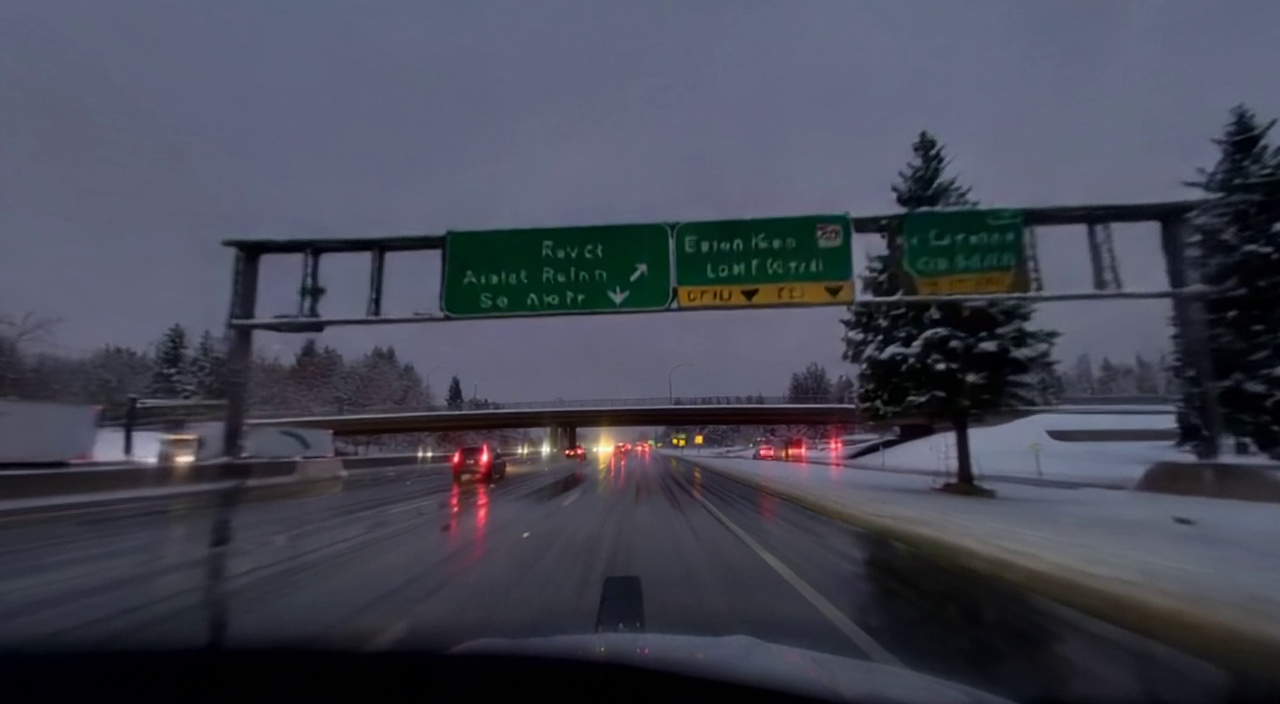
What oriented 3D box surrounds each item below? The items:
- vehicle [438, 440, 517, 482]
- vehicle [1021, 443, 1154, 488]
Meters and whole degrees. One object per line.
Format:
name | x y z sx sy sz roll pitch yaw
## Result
vehicle | -6.443 4.349 25.454 1.985 1.513 4.172 0 -8 1
vehicle | 17.810 4.490 25.386 2.012 1.601 4.565 0 -8 0
